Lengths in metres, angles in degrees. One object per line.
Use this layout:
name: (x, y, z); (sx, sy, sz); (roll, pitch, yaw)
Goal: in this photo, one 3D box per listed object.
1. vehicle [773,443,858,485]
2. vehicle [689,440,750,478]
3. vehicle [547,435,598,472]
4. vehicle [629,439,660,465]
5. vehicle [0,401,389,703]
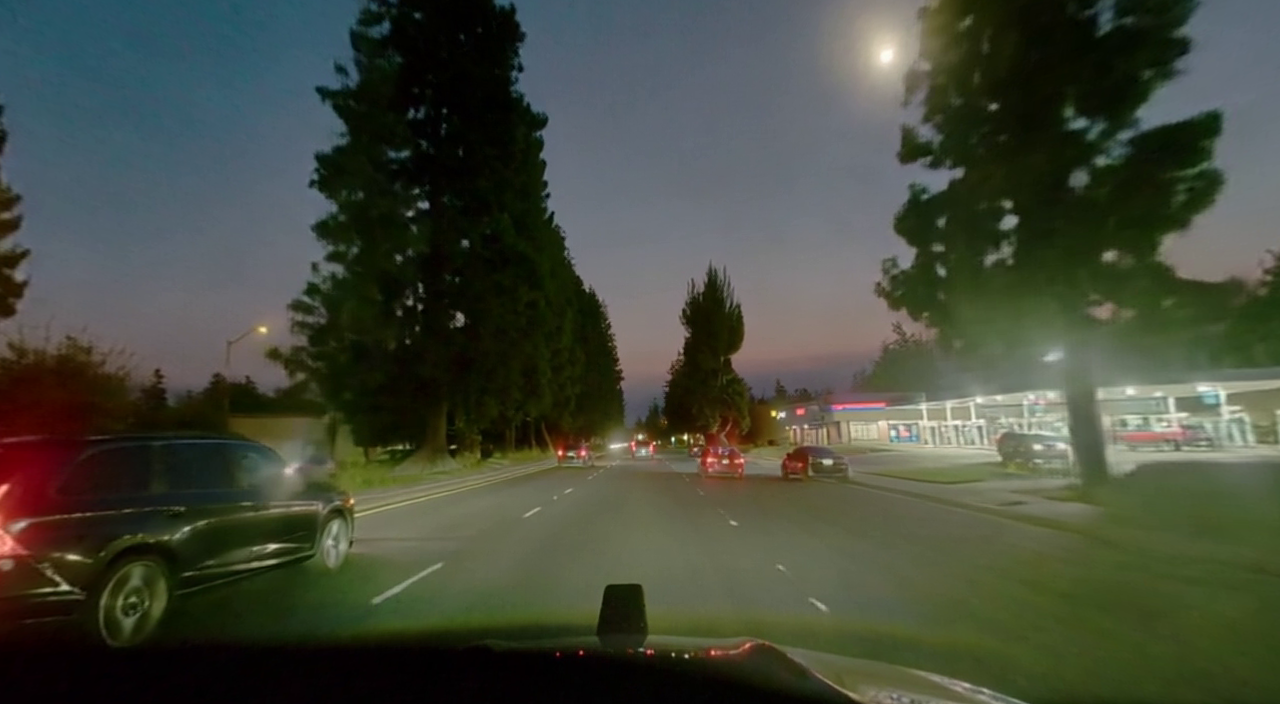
vehicle: (6.386, 4.109, 23.478); (1.856, 1.421, 4.357); (0, -8, -1)
vehicle: (3.325, 4.576, 27.268); (2.010, 1.486, 4.498); (0, -8, 0)
vehicle: (-3.384, 5.220, 32.567); (2.051, 1.747, 4.370); (0, -8, 1)
vehicle: (0.264, 6.473, 40.916); (1.922, 1.579, 3.642); (0, -8, 0)
vehicle: (-4.067, 1.288, 4.949); (1.988, 1.530, 5.155); (0, -8, 1)
